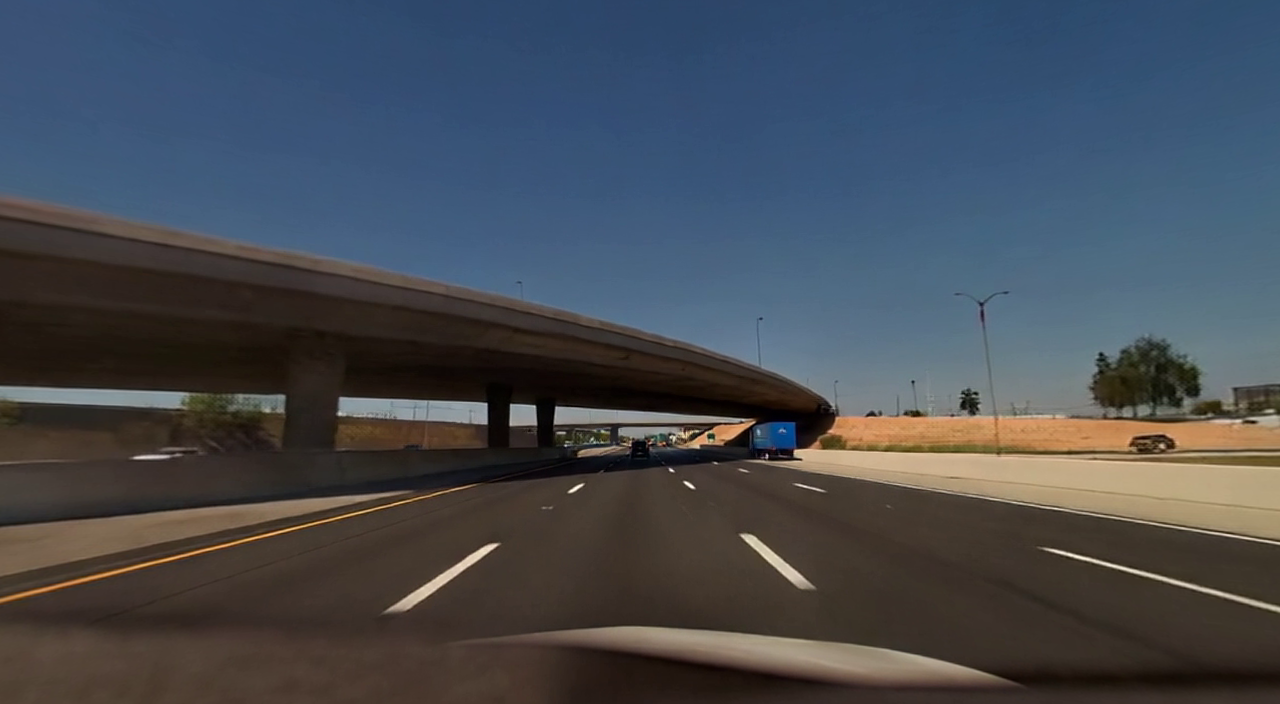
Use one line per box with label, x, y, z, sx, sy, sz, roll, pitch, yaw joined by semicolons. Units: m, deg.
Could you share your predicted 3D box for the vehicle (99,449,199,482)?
vehicle;-28.166;6.482;36.390;1.924;1.708;4.778;0;-8;0
